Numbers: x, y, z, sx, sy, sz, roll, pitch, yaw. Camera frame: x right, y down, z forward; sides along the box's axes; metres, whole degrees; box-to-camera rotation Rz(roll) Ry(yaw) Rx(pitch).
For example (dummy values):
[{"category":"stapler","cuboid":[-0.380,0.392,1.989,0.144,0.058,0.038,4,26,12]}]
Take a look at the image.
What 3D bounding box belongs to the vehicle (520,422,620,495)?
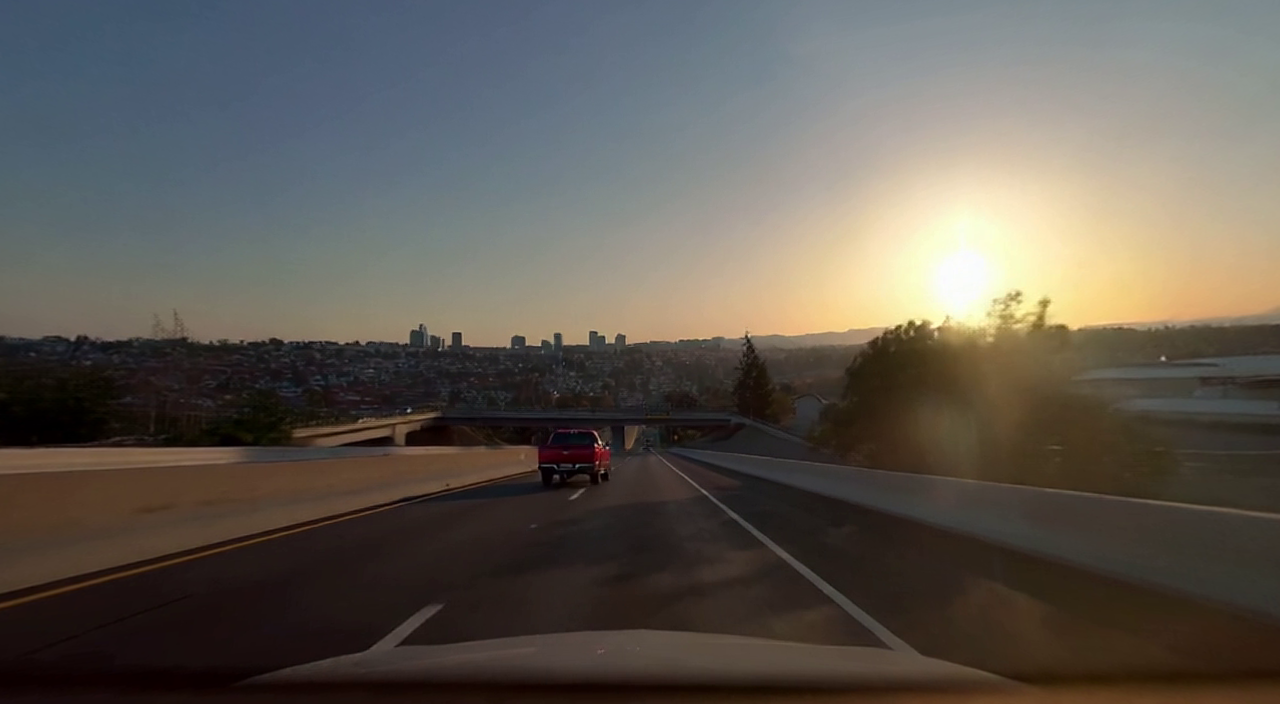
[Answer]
[{"category":"vehicle","cuboid":[-1.992,3.289,19.860,2.350,1.932,5.562,-1,-8,2]}]
